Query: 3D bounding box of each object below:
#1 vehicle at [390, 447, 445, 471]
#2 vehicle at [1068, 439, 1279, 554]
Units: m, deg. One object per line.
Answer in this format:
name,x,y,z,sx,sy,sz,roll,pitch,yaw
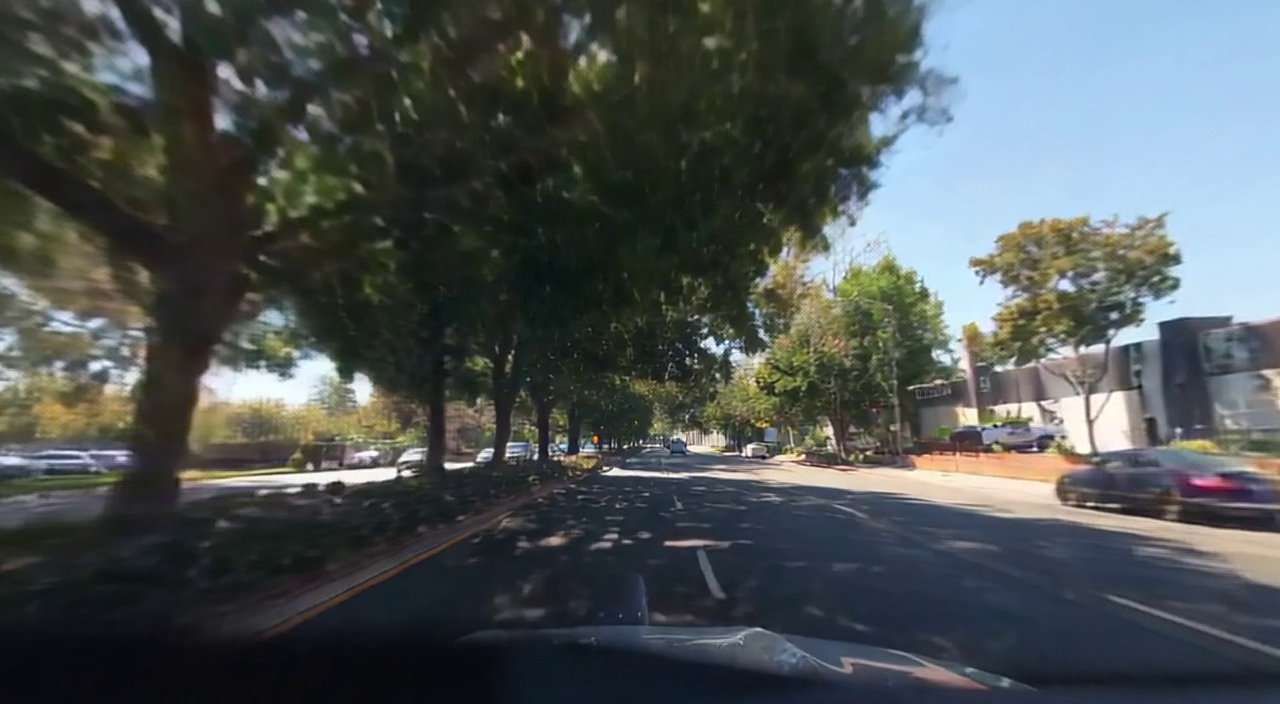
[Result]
vehicle,-14.247,6.869,40.720,1.850,1.453,4.648,0,-9,1
vehicle,9.255,2.161,10.059,1.920,1.456,4.402,-1,-9,3
